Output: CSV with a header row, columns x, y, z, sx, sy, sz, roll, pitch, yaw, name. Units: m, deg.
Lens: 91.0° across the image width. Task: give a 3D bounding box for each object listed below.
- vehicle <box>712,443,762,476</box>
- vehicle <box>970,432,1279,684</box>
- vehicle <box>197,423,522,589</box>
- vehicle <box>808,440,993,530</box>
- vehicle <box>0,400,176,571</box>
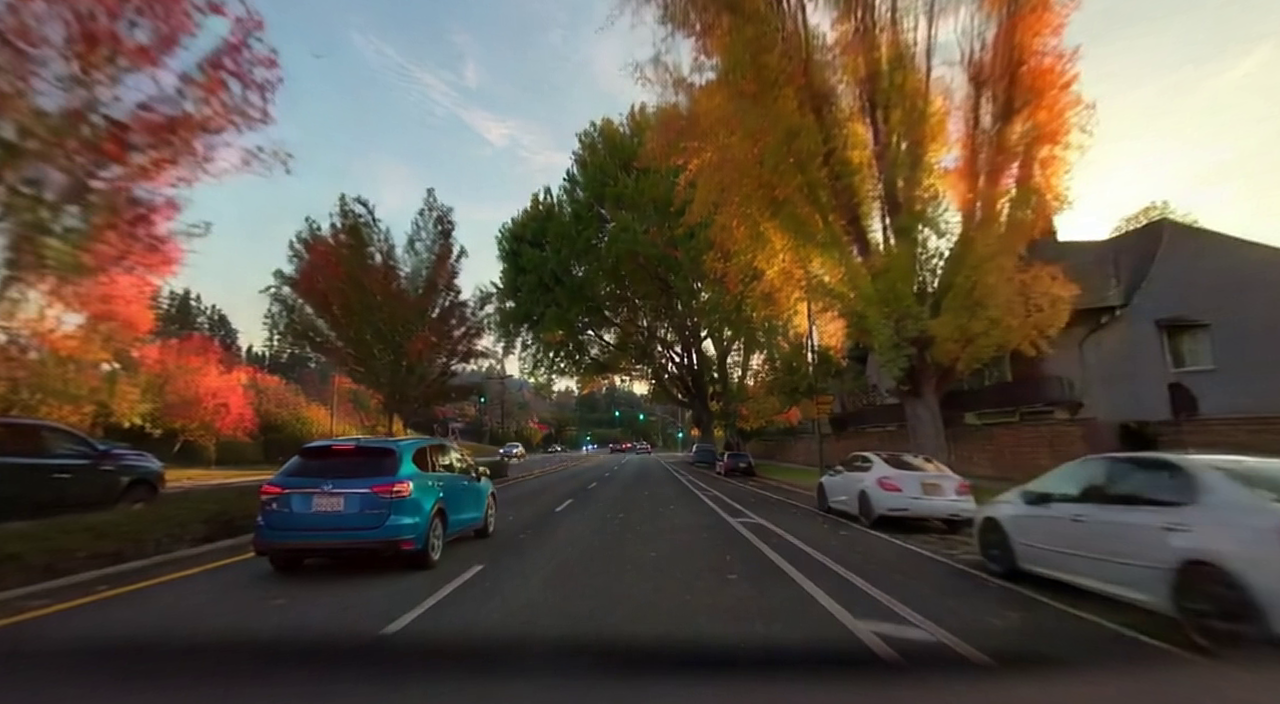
x,y,z,sx,sy,sz,roll,pitch,yaw,name
4.864,5.446,32.177,1.955,1.499,4.536,0,-9,2,vehicle
4.786,1.425,5.003,1.889,1.491,4.614,0,-9,1,vehicle
-2.978,1.738,8.011,1.982,1.478,4.465,0,-9,1,vehicle
5.030,2.603,12.981,1.900,1.504,4.474,0,-9,0,vehicle
-7.492,1.367,6.526,2.034,1.711,4.512,1,-9,-3,vehicle
